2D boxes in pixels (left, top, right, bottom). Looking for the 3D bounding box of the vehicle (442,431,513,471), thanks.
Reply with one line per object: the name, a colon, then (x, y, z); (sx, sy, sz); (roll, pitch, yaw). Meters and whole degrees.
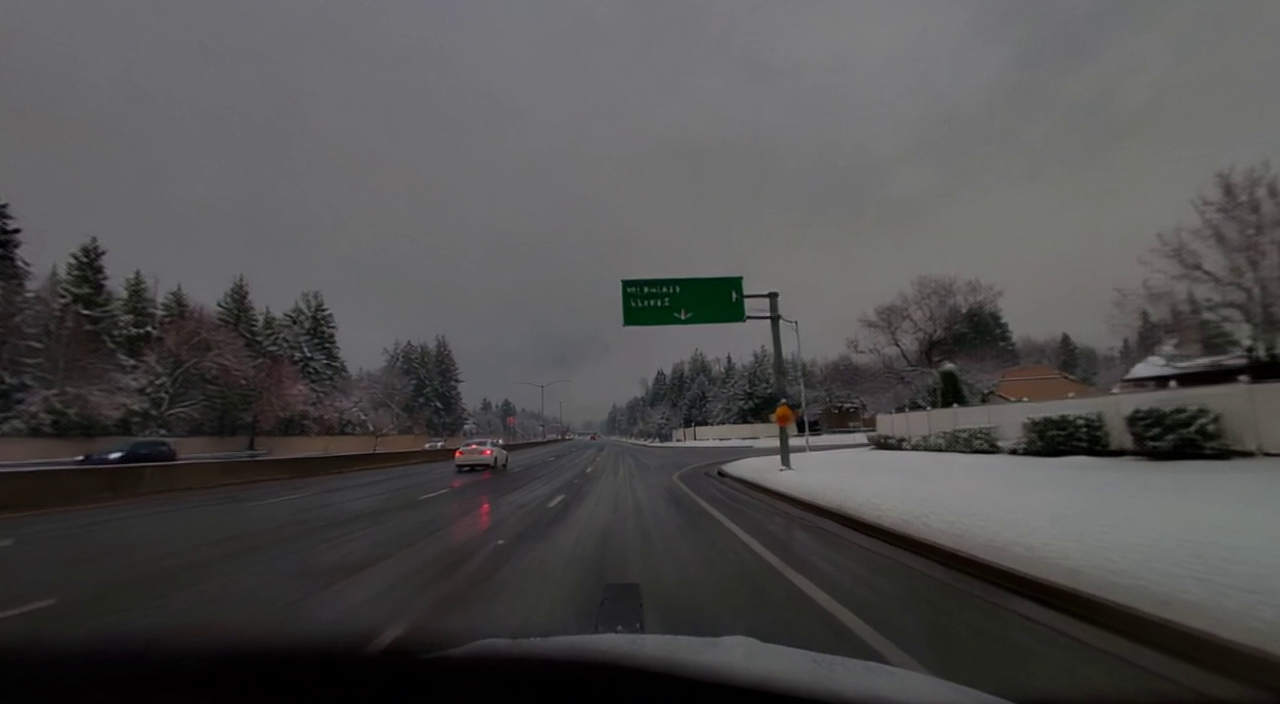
vehicle: (-7.619, 4.708, 30.196); (2.115, 1.711, 4.722); (0, -9, 0)
